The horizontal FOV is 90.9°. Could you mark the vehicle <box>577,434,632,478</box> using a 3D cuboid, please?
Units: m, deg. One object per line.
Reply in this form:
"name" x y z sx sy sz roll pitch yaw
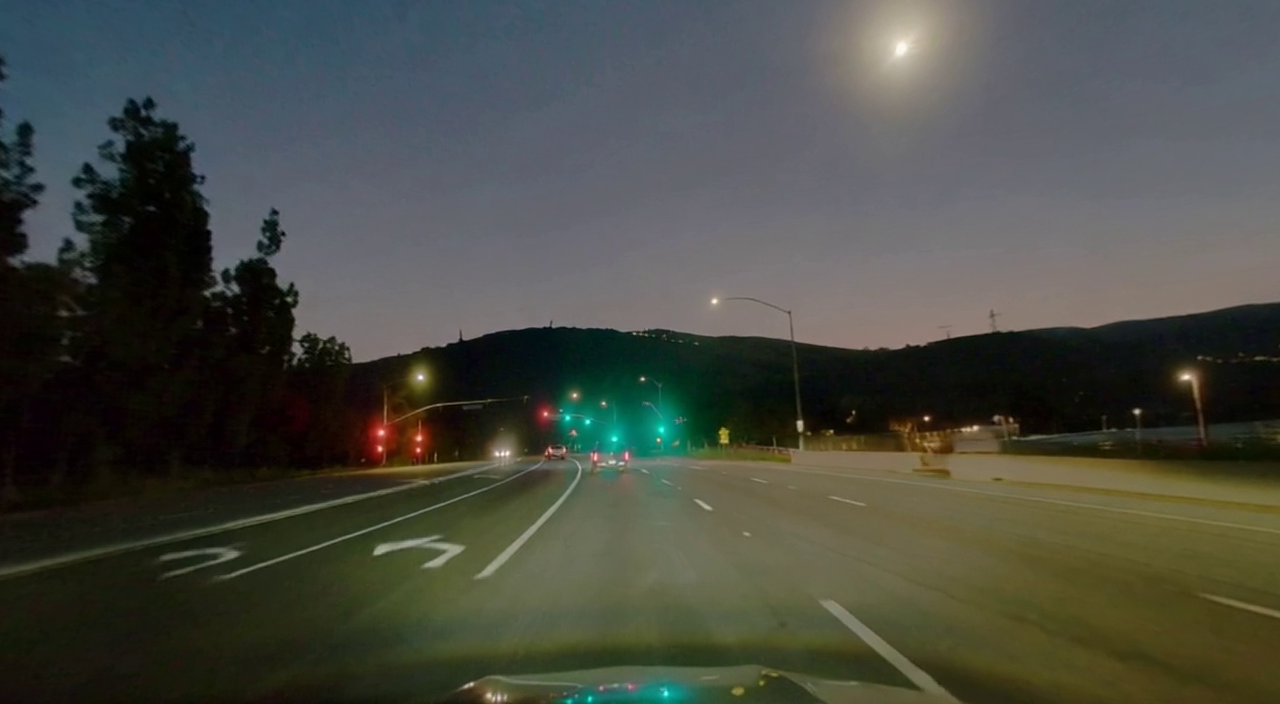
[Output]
"vehicle" -1.633 4.524 27.755 2.253 1.756 4.313 1 -8 -5
